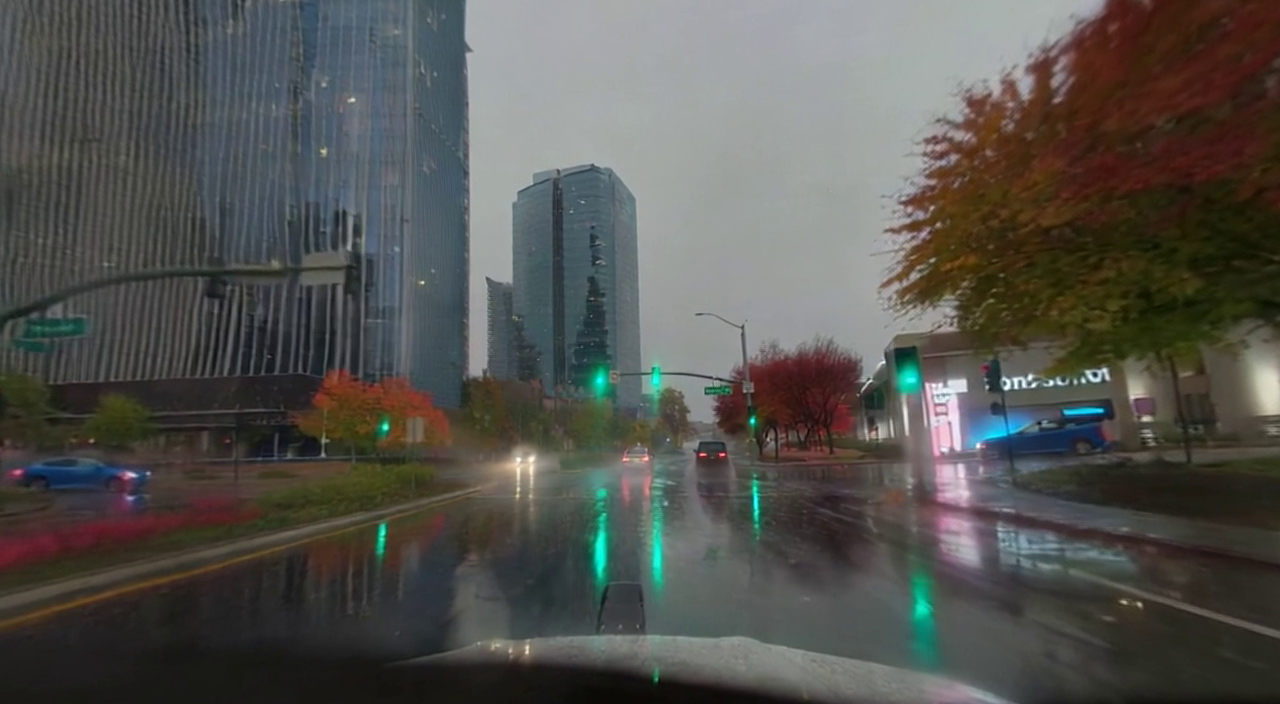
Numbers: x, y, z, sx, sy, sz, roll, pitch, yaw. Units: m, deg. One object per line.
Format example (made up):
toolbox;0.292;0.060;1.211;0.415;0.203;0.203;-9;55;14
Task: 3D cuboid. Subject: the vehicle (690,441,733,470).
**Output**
vehicle;4.664;6.874;41.899;2.174;1.749;4.739;0;-9;-1

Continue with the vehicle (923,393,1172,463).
vehicle;21.647;4.155;34.129;10.893;3.534;3.195;-1;-9;4

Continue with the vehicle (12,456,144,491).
vehicle;-26.887;5.813;30.213;4.500;1.555;1.913;0;-9;2

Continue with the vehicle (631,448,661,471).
vehicle;0.430;7.486;43.981;2.014;1.525;4.197;0;-9;1
